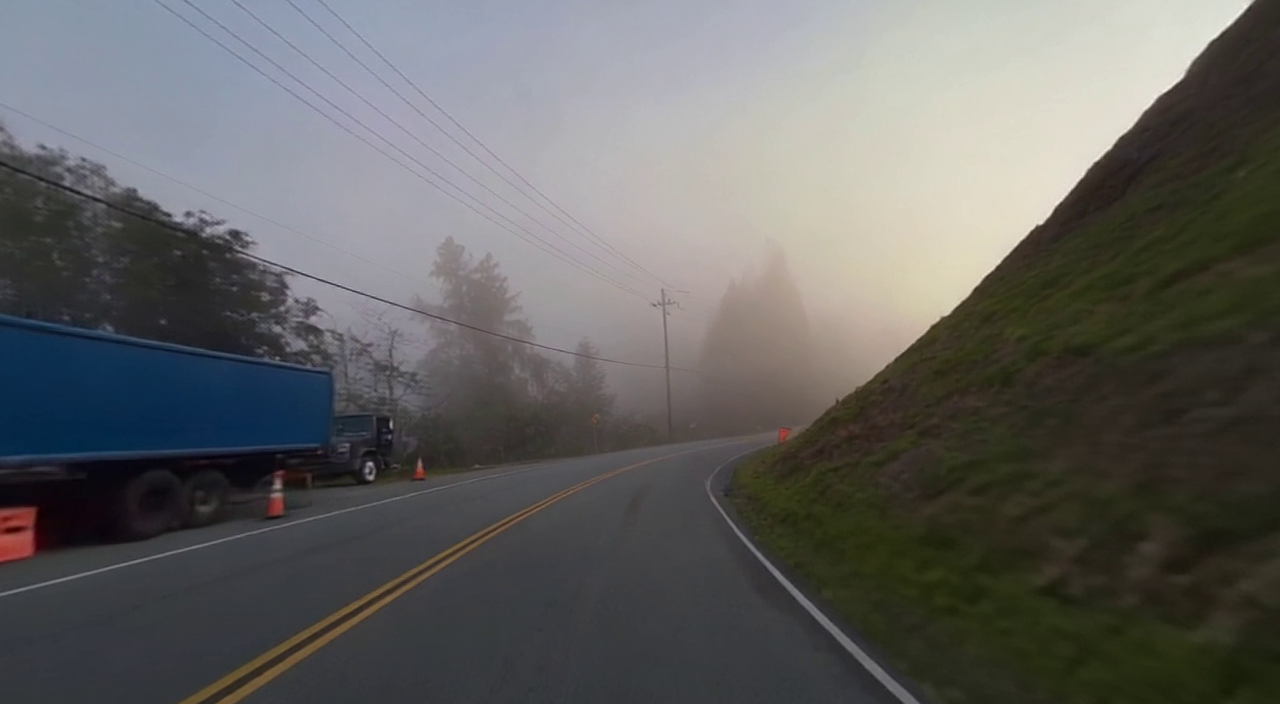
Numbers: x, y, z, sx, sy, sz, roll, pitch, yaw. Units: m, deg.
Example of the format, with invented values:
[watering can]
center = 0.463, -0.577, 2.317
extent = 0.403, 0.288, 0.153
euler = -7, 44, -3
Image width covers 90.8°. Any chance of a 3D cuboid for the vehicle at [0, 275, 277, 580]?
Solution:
[vehicle]
center = -8.187, 1.048, 7.958
extent = 3.031, 3.185, 7.053
euler = -4, -8, 1
